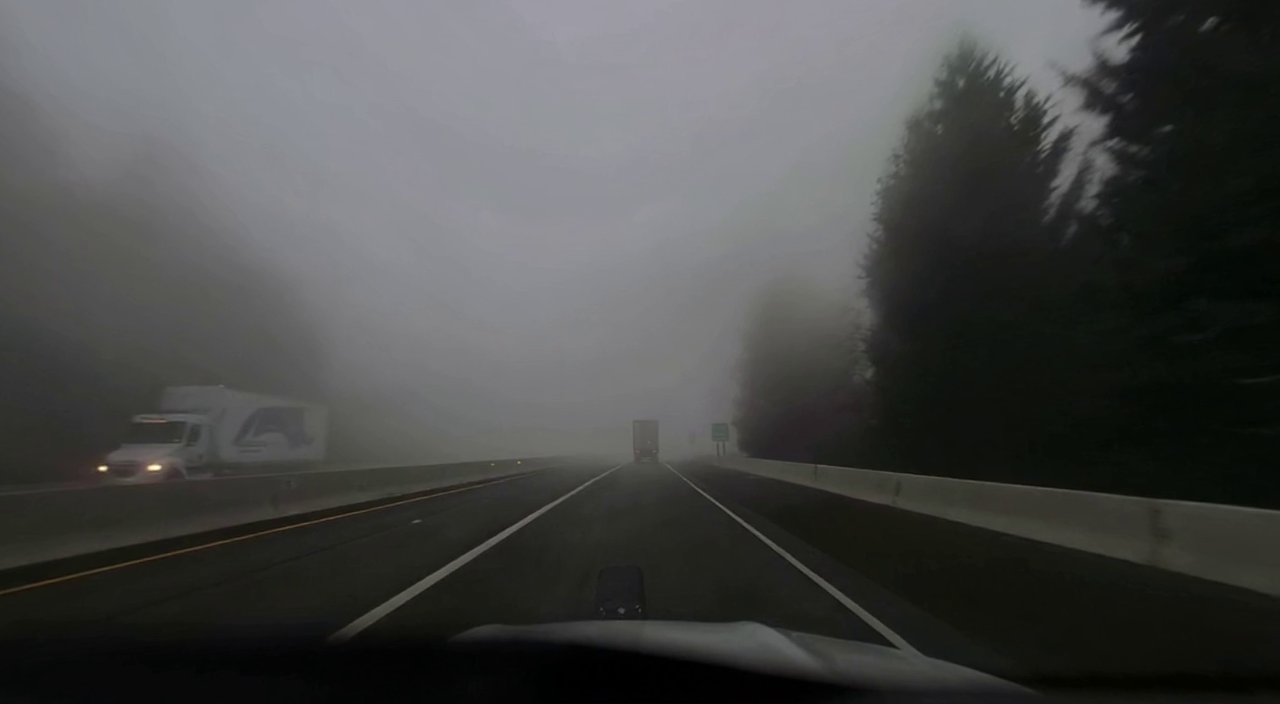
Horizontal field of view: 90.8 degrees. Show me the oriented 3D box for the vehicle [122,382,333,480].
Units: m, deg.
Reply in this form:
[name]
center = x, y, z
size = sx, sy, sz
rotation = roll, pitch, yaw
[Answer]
[vehicle]
center = -17.986, 3.683, 28.791
size = 3.010, 3.718, 9.772
rotation = 0, -8, 0
